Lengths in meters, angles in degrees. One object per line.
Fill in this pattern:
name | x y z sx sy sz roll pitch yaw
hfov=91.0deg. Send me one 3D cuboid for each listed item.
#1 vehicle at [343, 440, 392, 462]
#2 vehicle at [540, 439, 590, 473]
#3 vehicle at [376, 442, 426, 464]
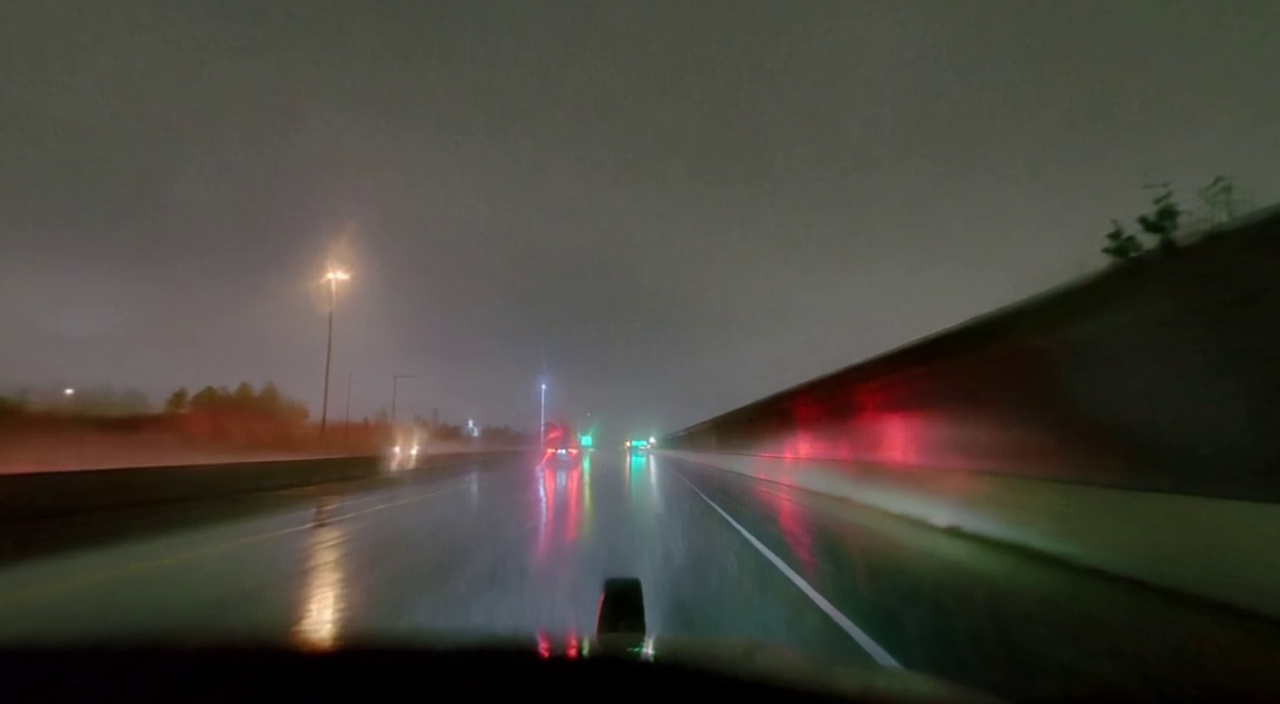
vehicle | -21.404 7.797 49.614 1.889 1.598 4.423 0 -9 0
vehicle | -3.945 5.562 33.808 2.133 1.683 4.340 0 -9 0
vehicle | -17.839 7.571 47.186 1.935 1.531 4.440 0 -9 1
